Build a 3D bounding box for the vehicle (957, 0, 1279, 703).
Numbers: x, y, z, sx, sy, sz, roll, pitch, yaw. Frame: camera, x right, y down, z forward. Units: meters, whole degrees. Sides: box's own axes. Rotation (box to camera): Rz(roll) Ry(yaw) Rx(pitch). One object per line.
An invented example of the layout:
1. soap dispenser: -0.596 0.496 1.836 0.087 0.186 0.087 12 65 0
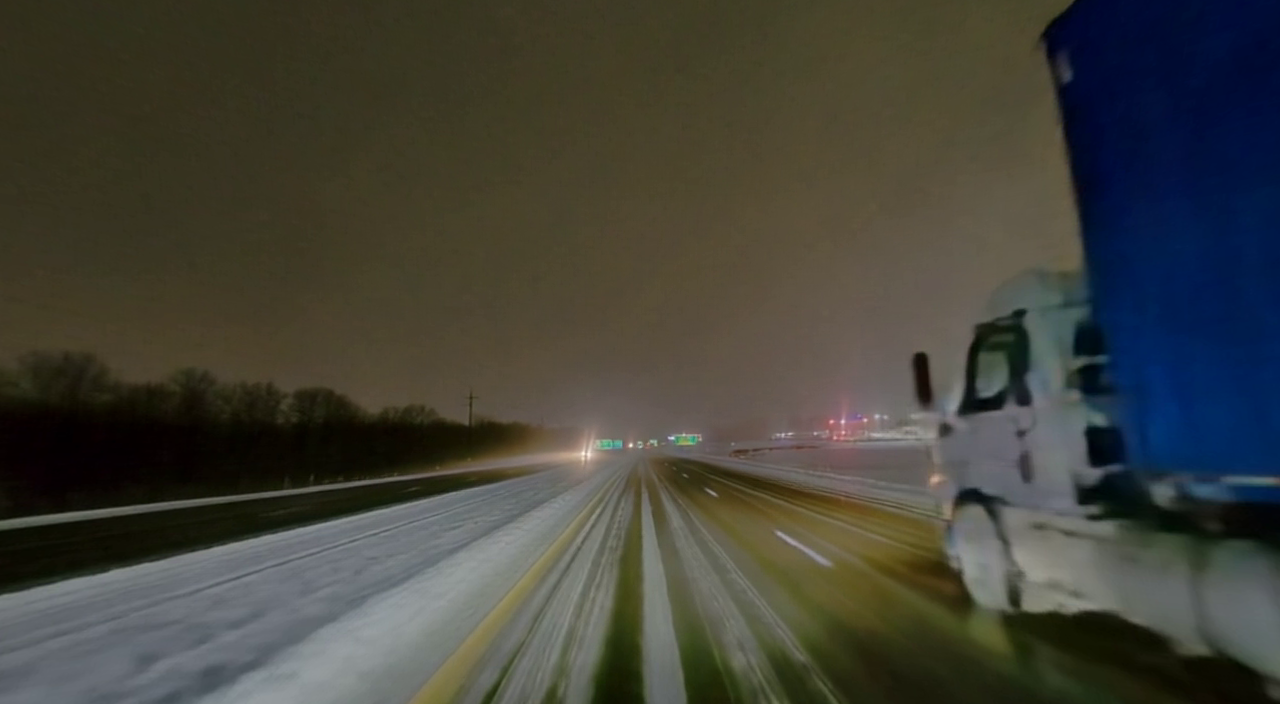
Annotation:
1. vehicle: 4.055 -0.326 1.958 2.974 3.950 5.747 0 -9 0
